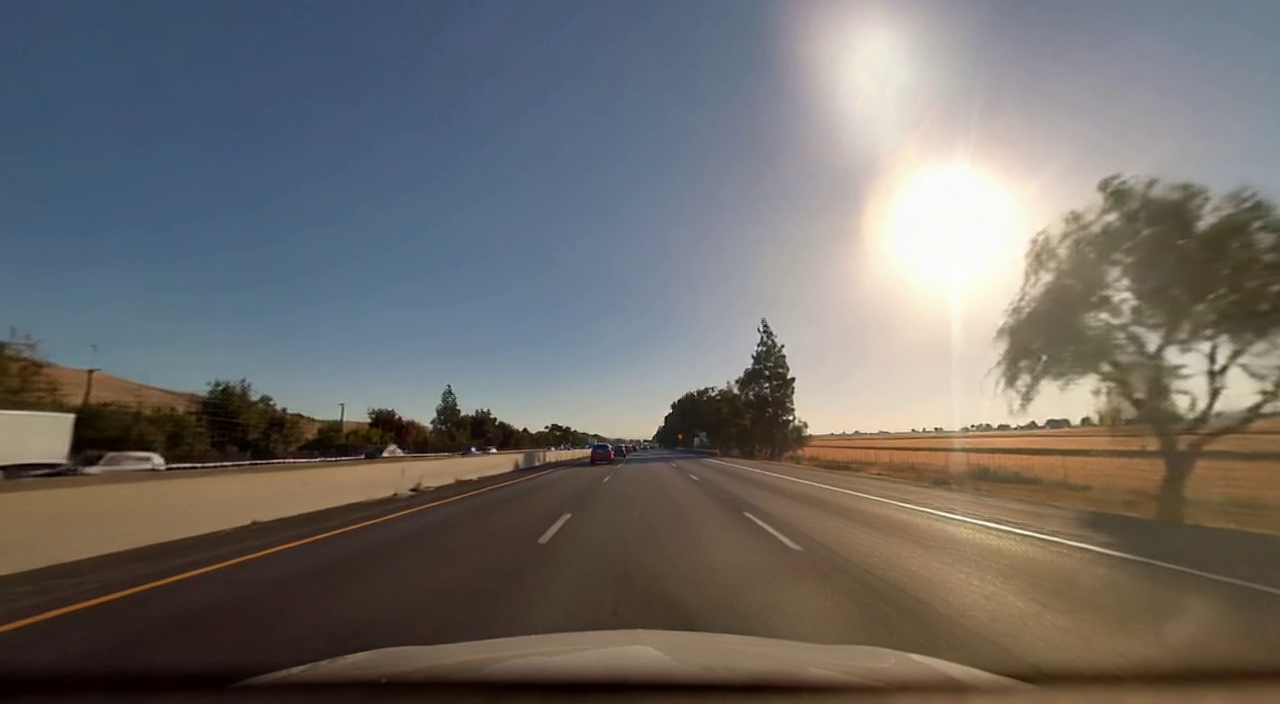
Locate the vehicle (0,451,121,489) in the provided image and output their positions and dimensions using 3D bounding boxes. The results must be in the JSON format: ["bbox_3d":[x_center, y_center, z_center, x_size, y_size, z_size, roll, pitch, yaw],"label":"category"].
[{"bbox_3d":[-27.689,5.602,30.153,1.953,1.620,4.256,0,-9,0],"label":"vehicle"}]
